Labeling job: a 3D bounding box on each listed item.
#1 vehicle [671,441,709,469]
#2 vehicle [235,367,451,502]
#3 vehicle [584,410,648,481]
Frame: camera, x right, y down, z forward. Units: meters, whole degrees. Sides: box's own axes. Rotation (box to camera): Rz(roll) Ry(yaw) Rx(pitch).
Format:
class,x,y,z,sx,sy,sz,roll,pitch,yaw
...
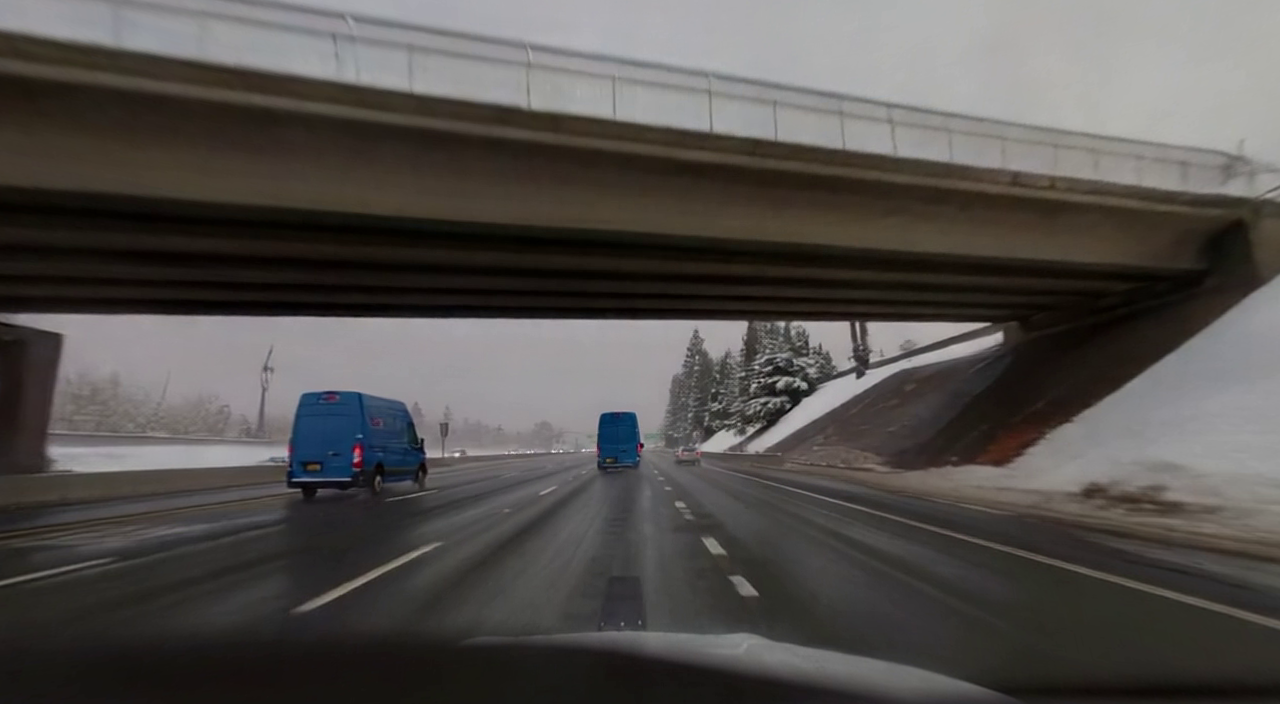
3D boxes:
class,x,y,z,sx,sy,sz,roll,pitch,yaw
vehicle,3.135,6.521,39.930,1.987,1.648,3.984,0,-9,-1
vehicle,-8.115,2.522,18.554,2.965,3.178,7.188,0,-9,-1
vehicle,-0.913,4.102,27.564,2.476,2.776,5.598,0,-9,1
